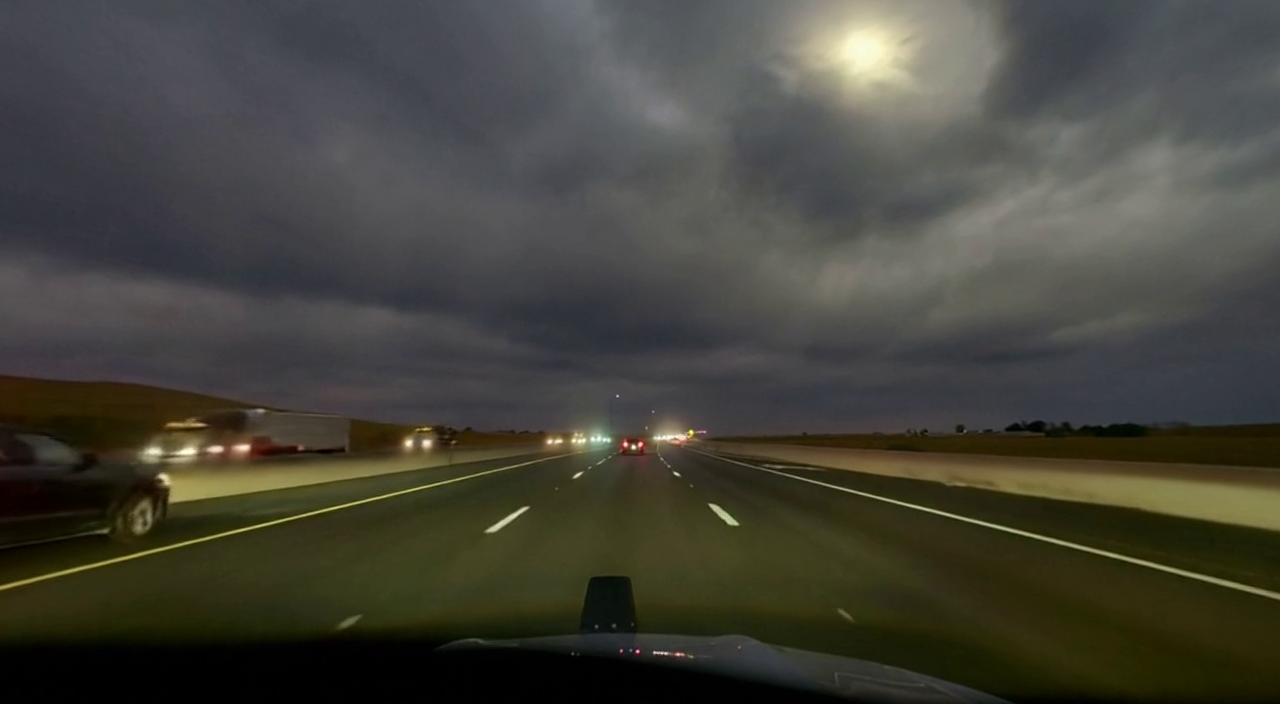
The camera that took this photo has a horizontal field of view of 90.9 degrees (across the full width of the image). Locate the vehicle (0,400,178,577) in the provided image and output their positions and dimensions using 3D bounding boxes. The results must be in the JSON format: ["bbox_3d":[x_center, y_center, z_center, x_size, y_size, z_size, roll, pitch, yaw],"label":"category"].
[{"bbox_3d":[-6.797,1.241,5.710,1.939,1.601,4.338,0,-8,-1],"label":"vehicle"}]

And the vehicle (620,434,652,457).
[{"bbox_3d":[-0.268,6.452,43.551,2.140,1.475,3.969,0,-8,0],"label":"vehicle"}]

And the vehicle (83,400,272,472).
[{"bbox_3d":[-21.538,4.010,30.203,2.751,2.955,8.230,0,-8,0],"label":"vehicle"}]
